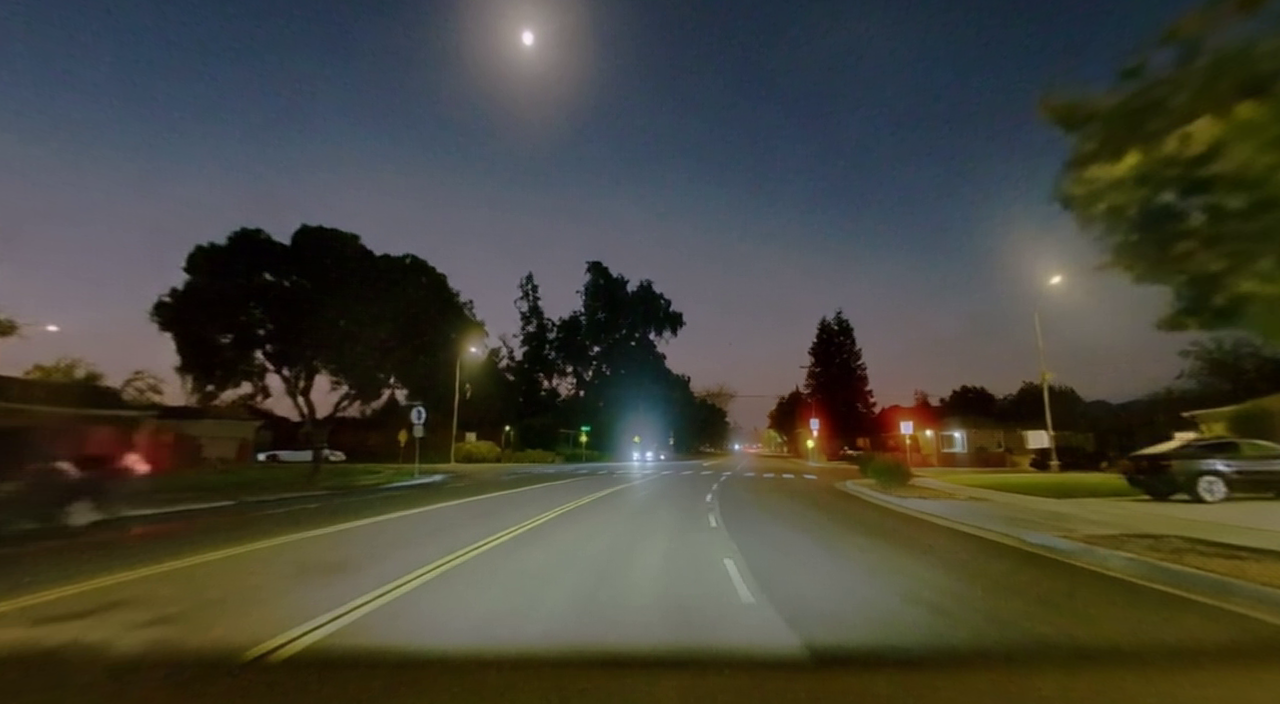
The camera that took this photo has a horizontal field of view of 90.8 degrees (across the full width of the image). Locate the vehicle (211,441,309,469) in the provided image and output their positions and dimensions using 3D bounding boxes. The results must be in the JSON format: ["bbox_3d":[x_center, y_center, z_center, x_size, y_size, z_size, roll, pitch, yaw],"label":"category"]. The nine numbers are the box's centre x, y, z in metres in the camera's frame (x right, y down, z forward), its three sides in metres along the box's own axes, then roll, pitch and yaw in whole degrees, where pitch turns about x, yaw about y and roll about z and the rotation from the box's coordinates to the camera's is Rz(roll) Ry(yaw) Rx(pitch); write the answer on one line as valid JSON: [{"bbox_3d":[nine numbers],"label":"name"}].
[{"bbox_3d":[-26.979,7.339,44.955,5.754,1.892,2.236,-2,-9,10],"label":"vehicle"}]

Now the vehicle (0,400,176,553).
[{"bbox_3d":[-9.270,1.586,7.995,2.272,1.920,5.737,-1,-8,2],"label":"vehicle"}]

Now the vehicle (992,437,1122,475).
[{"bbox_3d":[23.221,5.825,35.410,5.484,1.842,2.188,-4,-10,11],"label":"vehicle"}]

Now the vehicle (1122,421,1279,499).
[{"bbox_3d":[15.951,2.704,16.200,5.073,1.729,2.161,-6,-11,12],"label":"vehicle"}]
